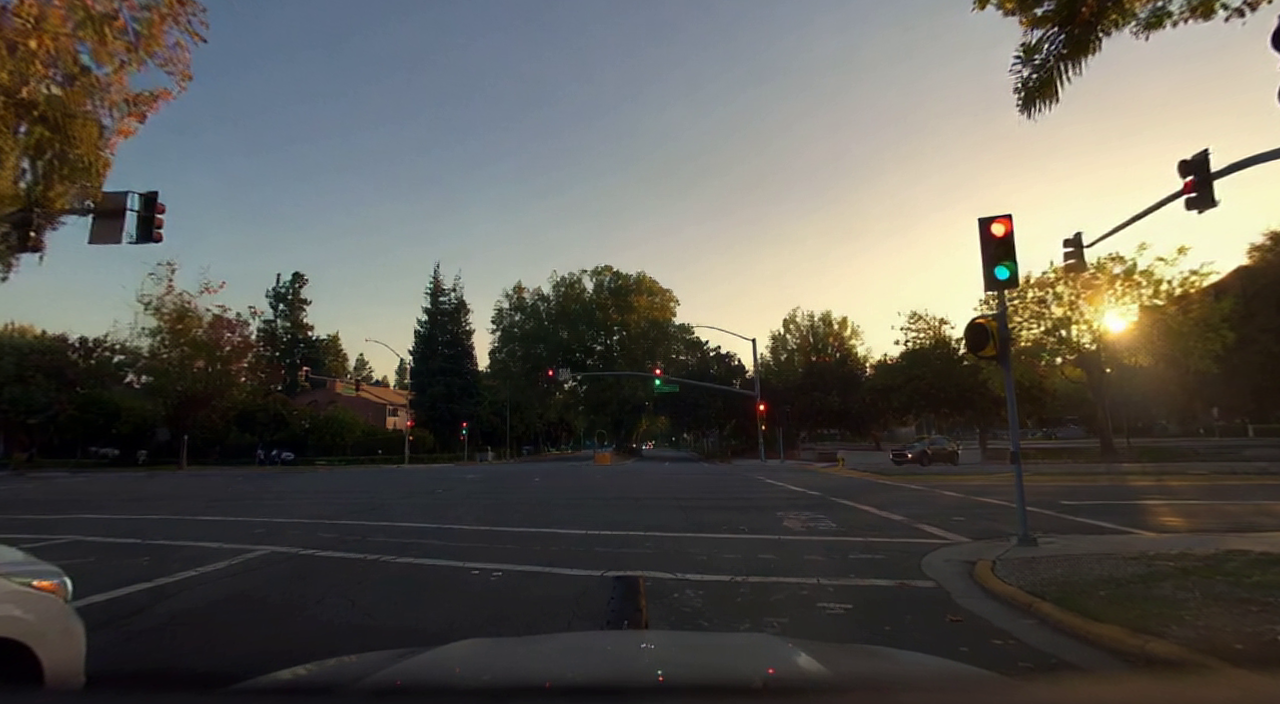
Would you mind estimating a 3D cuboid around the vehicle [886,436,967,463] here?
[{"bbox_3d":[16.109,5.506,35.586,3.952,1.468,1.768,-4,-9,22],"label":"vehicle"}]
